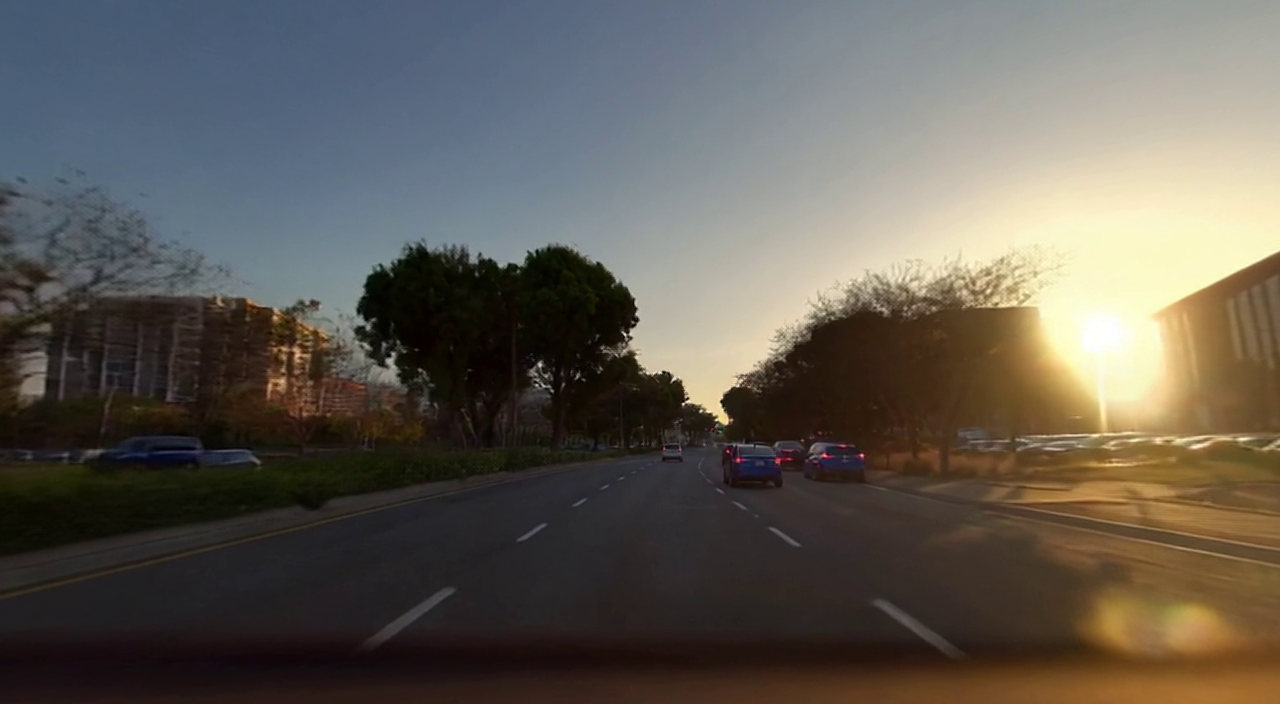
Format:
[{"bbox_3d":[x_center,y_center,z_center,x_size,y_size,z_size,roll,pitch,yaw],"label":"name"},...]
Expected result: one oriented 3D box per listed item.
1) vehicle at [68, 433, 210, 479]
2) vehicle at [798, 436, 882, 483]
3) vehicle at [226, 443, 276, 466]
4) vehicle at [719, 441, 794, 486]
[{"bbox_3d":[-19.446,4.057,24.796,2.140,1.626,4.526,1,-8,-5],"label":"vehicle"},{"bbox_3d":[8.357,4.505,26.808,2.104,1.801,4.628,0,-8,1],"label":"vehicle"},{"bbox_3d":[-29.299,7.667,47.386,4.266,1.583,2.078,-8,-12,43],"label":"vehicle"},{"bbox_3d":[4.176,4.065,23.355,1.981,1.499,4.536,0,-8,1],"label":"vehicle"}]
